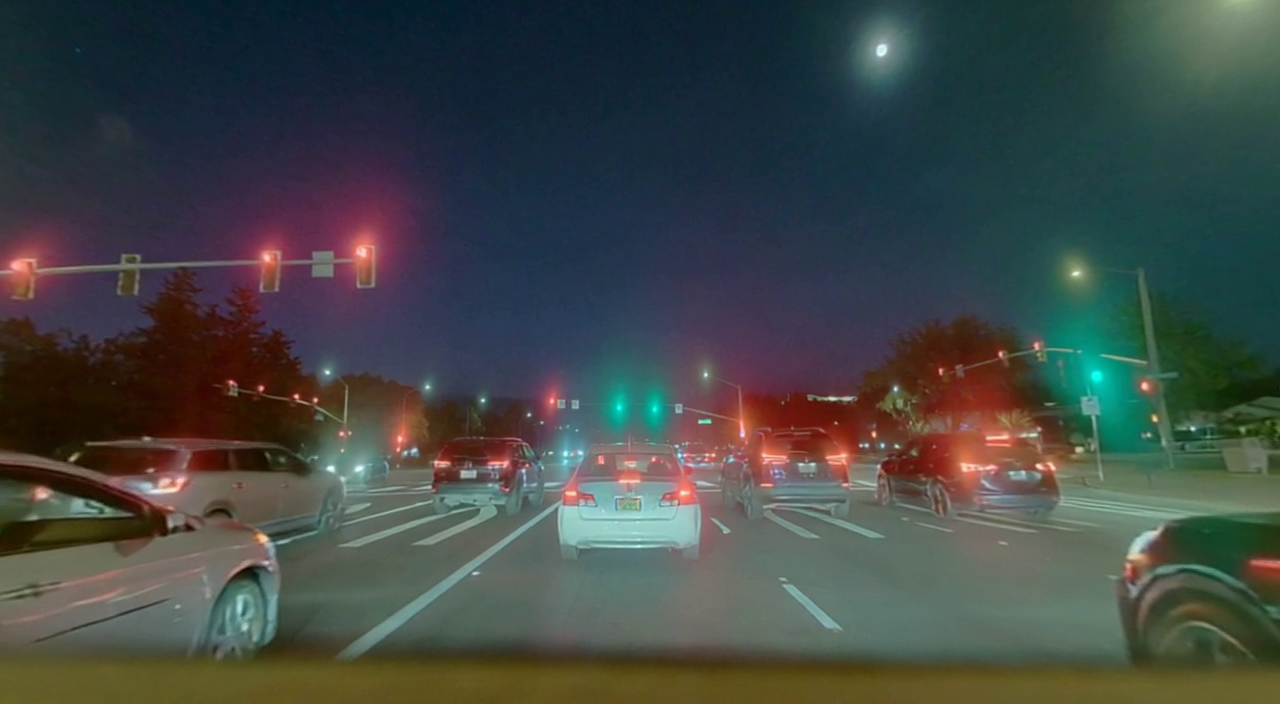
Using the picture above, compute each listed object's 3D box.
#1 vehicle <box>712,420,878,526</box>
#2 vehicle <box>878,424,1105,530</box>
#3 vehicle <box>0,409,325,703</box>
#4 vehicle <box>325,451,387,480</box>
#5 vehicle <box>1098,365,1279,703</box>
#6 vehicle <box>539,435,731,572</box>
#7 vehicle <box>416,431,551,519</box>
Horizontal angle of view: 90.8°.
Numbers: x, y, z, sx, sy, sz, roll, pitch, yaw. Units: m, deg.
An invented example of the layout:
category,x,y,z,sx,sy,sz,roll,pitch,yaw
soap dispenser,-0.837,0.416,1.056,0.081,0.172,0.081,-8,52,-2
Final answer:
category,x,y,z,sx,sy,sz,roll,pitch,yaw
vehicle,2.895,2.381,13.002,2.138,1.778,4.422,0,-8,-2
vehicle,6.494,2.335,12.367,1.945,1.706,4.190,0,-8,-1
vehicle,-3.201,0.926,2.074,2.045,1.463,4.490,0,-8,-1
vehicle,-18.264,7.284,40.853,1.933,1.677,4.508,0,-8,0
vehicle,3.062,0.571,0.273,1.996,1.566,4.917,0,-8,-1
vehicle,-0.106,1.952,8.948,2.098,1.461,3.958,0,-8,-2
vehicle,-3.380,2.743,14.608,2.033,1.714,4.278,0,-8,0
